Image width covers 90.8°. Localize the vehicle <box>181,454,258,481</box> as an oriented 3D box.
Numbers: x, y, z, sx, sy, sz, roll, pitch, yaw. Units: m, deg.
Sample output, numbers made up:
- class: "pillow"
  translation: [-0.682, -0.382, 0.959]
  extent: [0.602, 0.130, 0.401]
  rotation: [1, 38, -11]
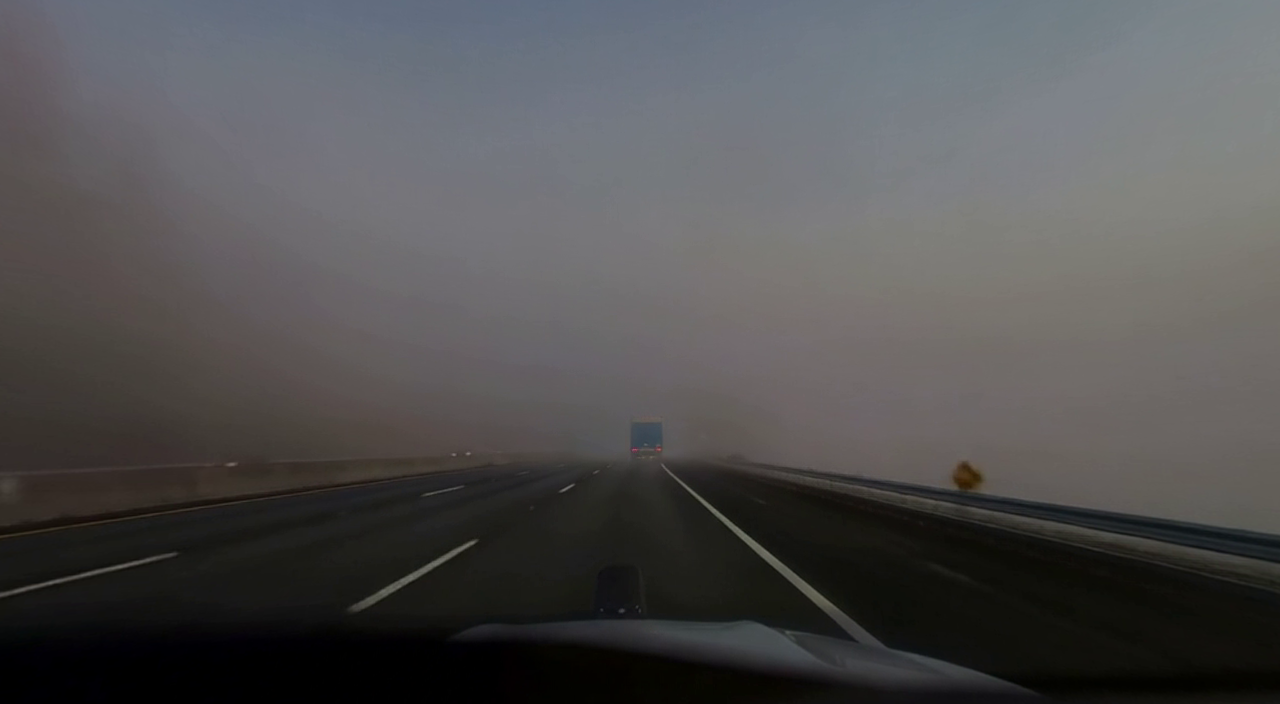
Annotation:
- class: "vehicle"
  translation: [-24.148, 6.630, 36.400]
  extent: [1.719, 1.426, 3.827]
  rotation: [0, -9, 1]
